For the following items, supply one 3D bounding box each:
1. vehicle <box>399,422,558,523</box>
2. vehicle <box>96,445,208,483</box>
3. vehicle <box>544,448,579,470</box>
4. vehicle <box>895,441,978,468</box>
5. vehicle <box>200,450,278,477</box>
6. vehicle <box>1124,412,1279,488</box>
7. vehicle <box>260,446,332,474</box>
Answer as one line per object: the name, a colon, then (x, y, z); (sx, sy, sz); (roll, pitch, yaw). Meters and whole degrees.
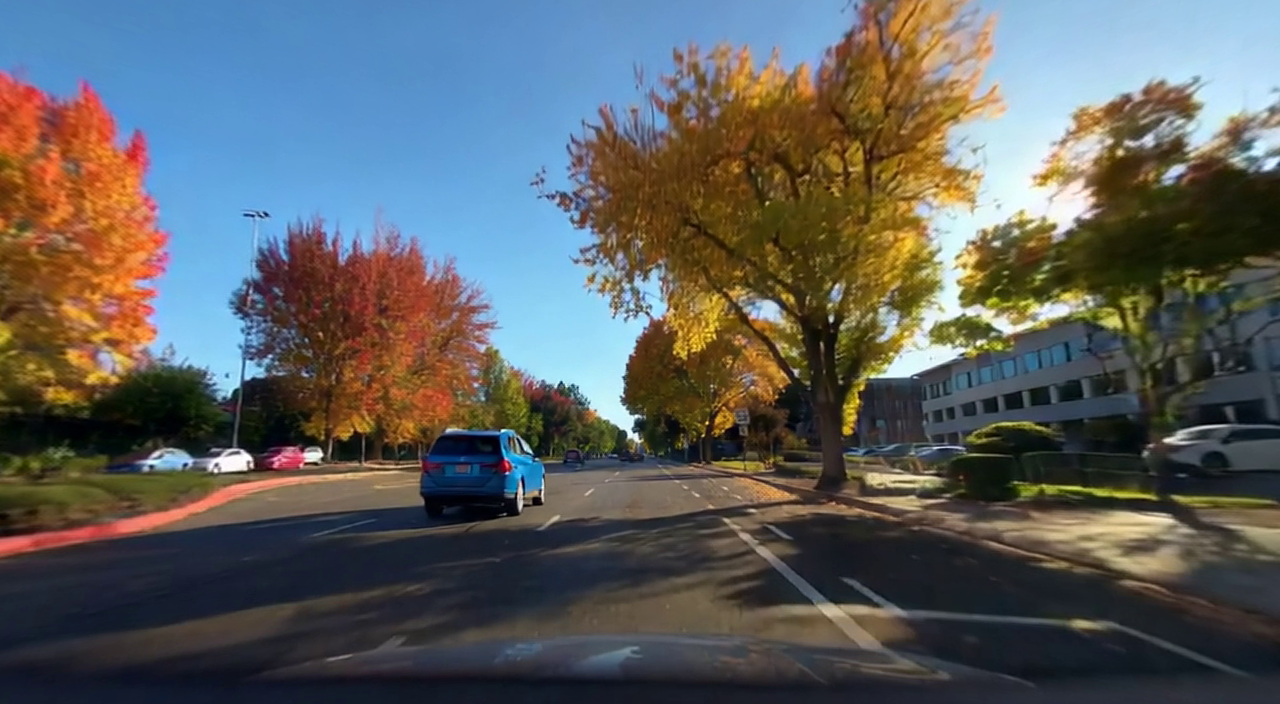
vehicle: (-3.201, 2.527, 13.623); (2.112, 1.779, 4.489); (0, -9, 1)
vehicle: (-25.304, 5.804, 32.927); (1.990, 1.822, 4.751); (0, -9, 0)
vehicle: (-5.786, 7.921, 46.691); (1.982, 1.478, 4.465); (0, -9, 1)
vehicle: (18.697, 6.461, 39.757); (4.331, 1.655, 1.884); (1, -9, -7)
vehicle: (-25.213, 7.001, 39.792); (1.844, 1.619, 4.725); (0, -9, 0)
vehicle: (18.741, 2.981, 19.427); (5.903, 2.099, 2.290); (0, -9, -6)
vehicle: (-25.118, 7.883, 46.258); (2.142, 1.895, 5.528); (0, -9, 0)
